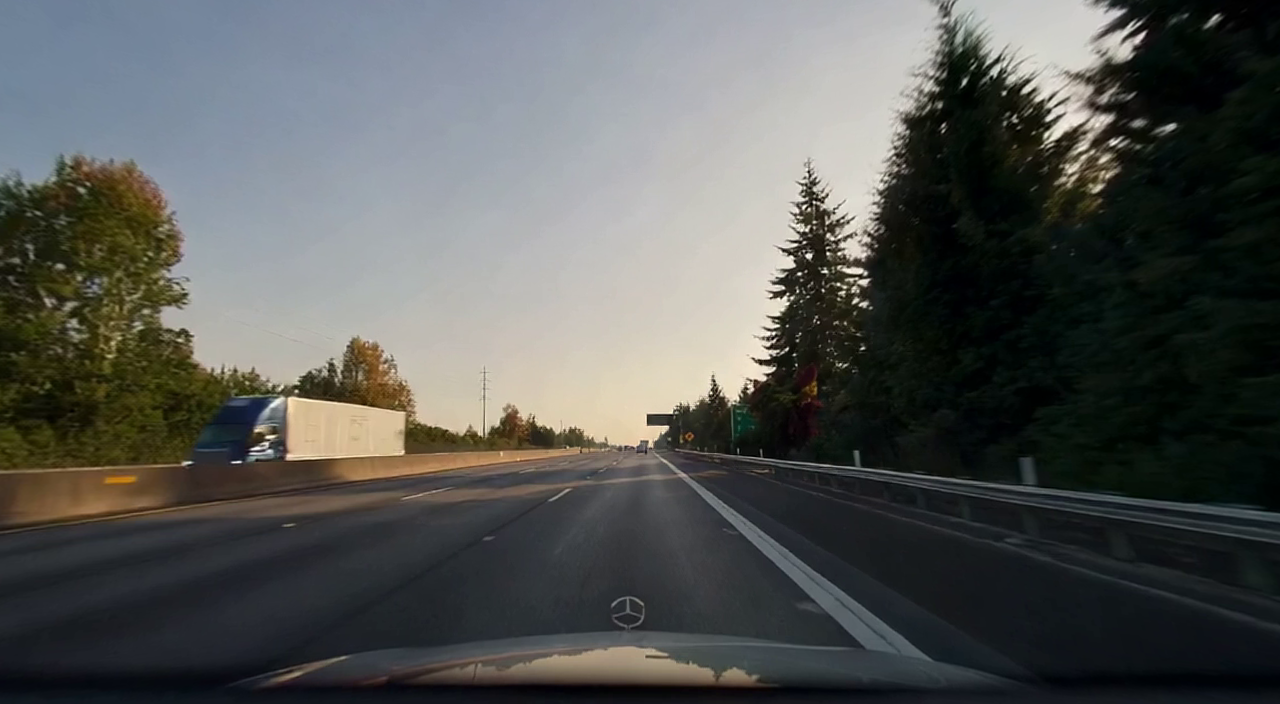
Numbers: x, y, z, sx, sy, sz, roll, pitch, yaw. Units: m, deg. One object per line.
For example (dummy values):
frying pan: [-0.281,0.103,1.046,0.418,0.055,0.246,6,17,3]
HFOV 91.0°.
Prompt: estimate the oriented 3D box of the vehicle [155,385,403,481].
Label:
vehicle: [-17.511,4.448,33.543,2.986,3.793,17.217,0,-8,1]
